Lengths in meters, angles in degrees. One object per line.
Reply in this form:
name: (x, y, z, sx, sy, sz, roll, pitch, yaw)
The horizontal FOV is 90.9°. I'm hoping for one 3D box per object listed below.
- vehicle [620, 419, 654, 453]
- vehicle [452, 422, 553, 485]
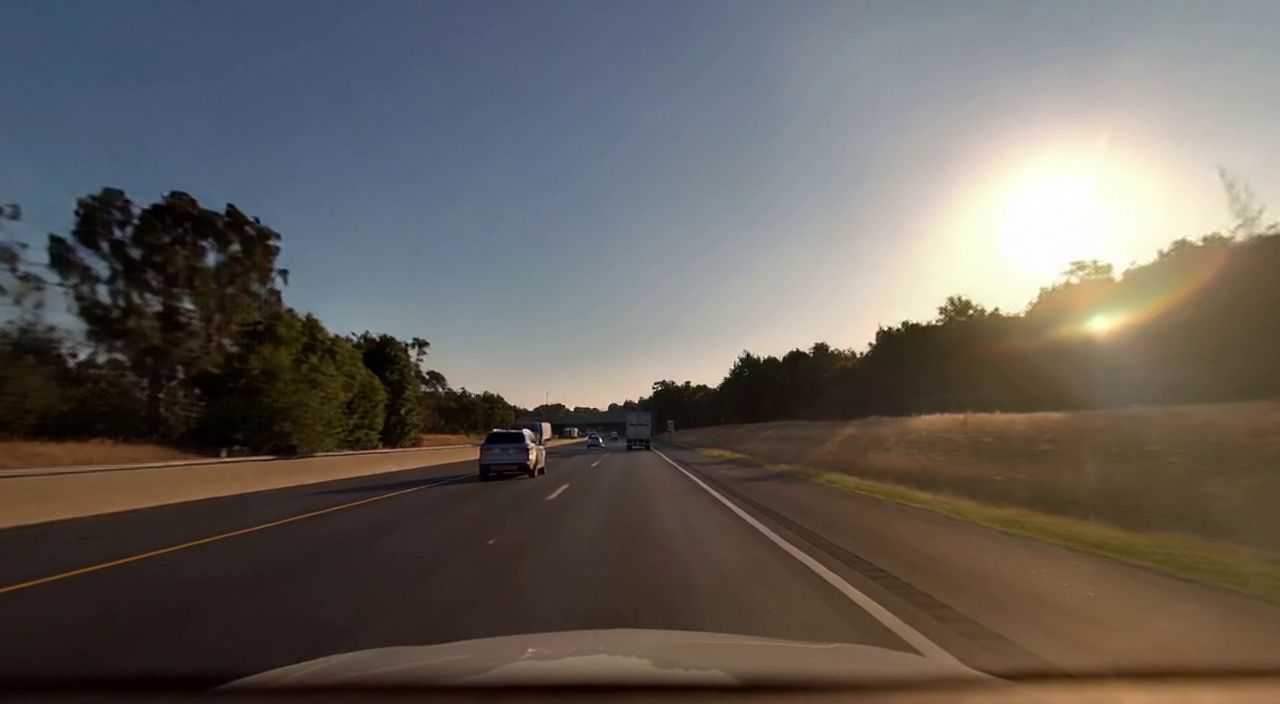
vehicle: (-0.231, 6.674, 49.783, 2.526, 2.531, 5.026, 0, -8, -1)
vehicle: (-3.934, 2.968, 18.859, 2.045, 1.655, 4.301, 0, -8, 0)
